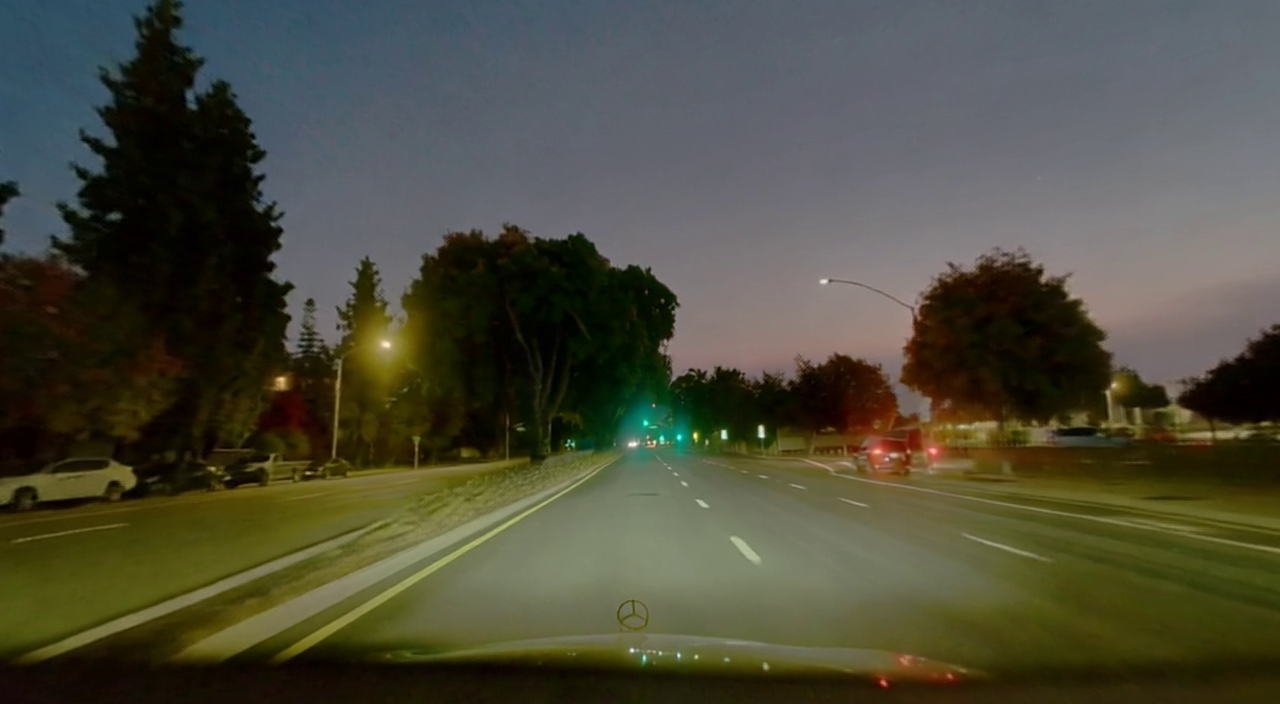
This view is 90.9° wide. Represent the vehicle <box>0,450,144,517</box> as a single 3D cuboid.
[{"bbox_3d":[-18.196,3.914,19.300,2.115,1.716,4.900,0,-8,-2],"label":"vehicle"}]

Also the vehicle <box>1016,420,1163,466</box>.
[{"bbox_3d":[22.195,4.503,31.286,5.532,2.065,2.166,-1,-8,0],"label":"vehicle"}]

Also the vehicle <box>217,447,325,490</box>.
[{"bbox_3d":[-17.817,5.581,30.799,1.941,1.848,5.279,-1,-8,2],"label":"vehicle"}]

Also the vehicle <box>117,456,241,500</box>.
[{"bbox_3d":[-18.197,4.958,25.166,1.736,1.489,4.347,0,-8,-2],"label":"vehicle"}]
